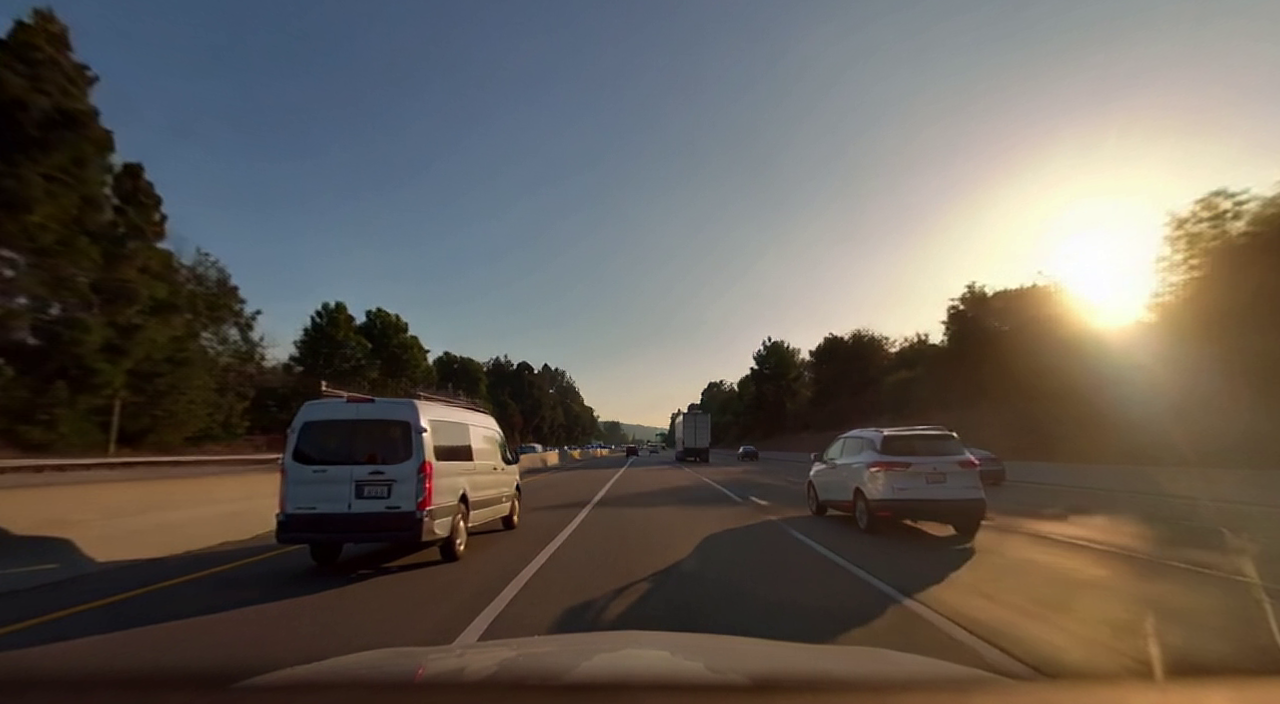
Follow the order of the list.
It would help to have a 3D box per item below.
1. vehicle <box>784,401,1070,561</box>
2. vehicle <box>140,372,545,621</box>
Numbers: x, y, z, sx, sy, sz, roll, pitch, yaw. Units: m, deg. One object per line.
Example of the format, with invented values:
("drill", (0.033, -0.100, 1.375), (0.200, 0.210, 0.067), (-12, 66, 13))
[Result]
("vehicle", (3.937, 1.871, 9.876), (2.209, 1.862, 4.717), (0, -8, -1))
("vehicle", (-2.725, 1.509, 7.642), (2.159, 1.922, 5.345), (0, -8, 2))
